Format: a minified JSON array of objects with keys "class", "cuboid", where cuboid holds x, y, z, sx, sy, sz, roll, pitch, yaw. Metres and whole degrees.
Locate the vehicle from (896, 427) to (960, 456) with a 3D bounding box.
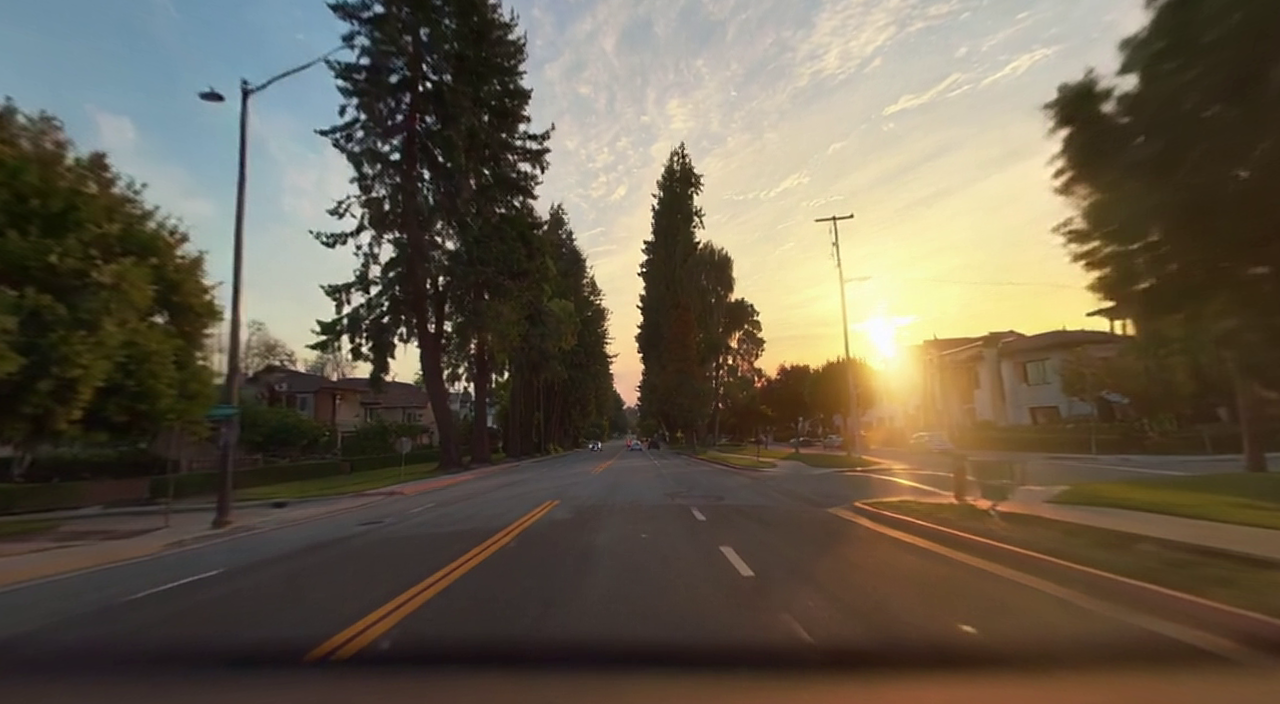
[{"class":"vehicle","cuboid":[18.209,5.745,40.217,1.936,1.722,4.562,0,-9,1]}]
